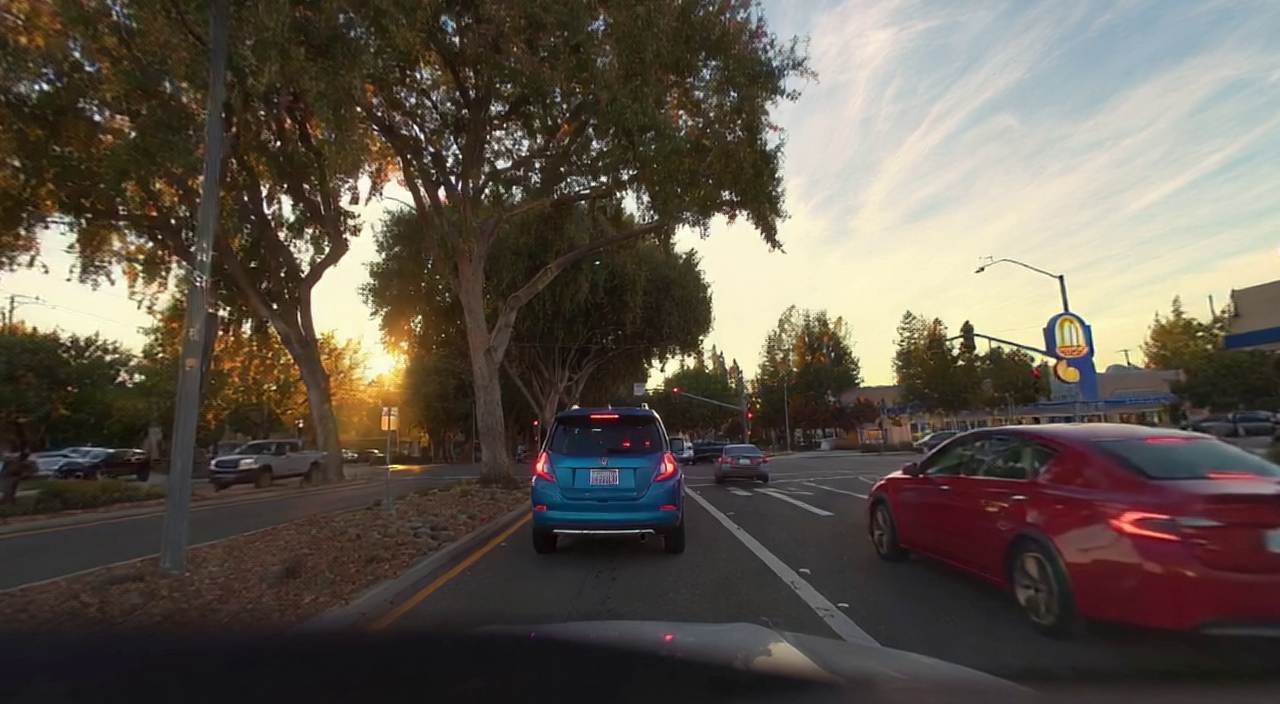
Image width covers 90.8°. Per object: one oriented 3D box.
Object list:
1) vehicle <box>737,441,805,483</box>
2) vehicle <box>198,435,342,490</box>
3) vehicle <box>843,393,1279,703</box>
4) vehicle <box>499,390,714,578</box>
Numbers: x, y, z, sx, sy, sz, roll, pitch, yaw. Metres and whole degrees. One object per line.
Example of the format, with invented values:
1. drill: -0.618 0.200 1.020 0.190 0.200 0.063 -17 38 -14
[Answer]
1. vehicle: 5.148 4.364 25.346 1.883 1.496 4.236 0 -9 1
2. vehicle: -12.738 3.823 22.238 2.108 1.683 4.861 0 -9 0
3. vehicle: 3.530 1.323 5.338 2.098 1.555 4.778 0 -9 1
4. vehicle: -0.303 1.645 8.629 2.096 1.837 4.687 0 -9 1
